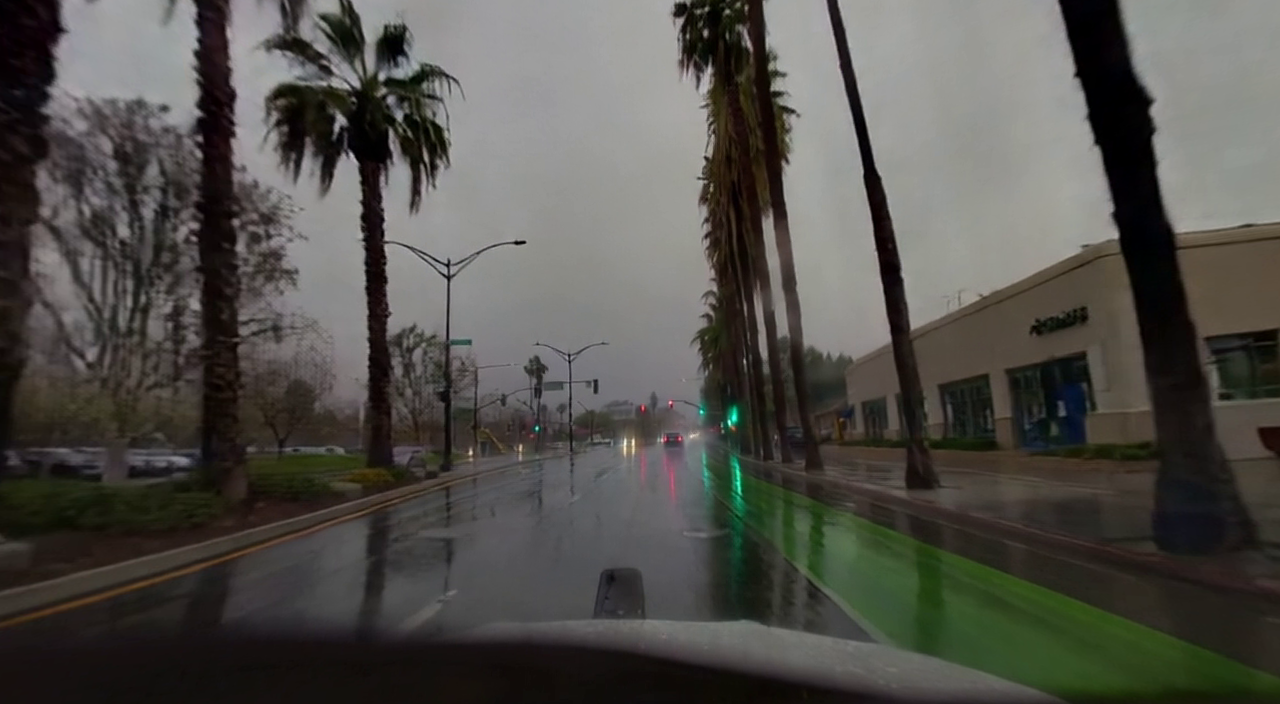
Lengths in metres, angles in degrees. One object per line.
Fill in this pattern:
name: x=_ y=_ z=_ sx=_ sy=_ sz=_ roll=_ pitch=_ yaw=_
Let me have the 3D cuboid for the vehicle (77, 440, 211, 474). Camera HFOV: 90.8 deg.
vehicle: x=-29.150 y=6.189 z=37.269 sx=5.940 sy=1.904 sz=2.360 roll=-1 pitch=-8 yaw=2

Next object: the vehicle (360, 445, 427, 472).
vehicle: x=-17.071 y=7.378 z=44.066 sx=2.178 sy=1.779 sz=5.406 roll=-1 pitch=-8 yaw=4

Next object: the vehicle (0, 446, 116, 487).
vehicle: x=-29.548 y=5.738 z=31.866 sx=4.220 sy=1.953 sz=2.187 roll=-1 pitch=-8 yaw=3
